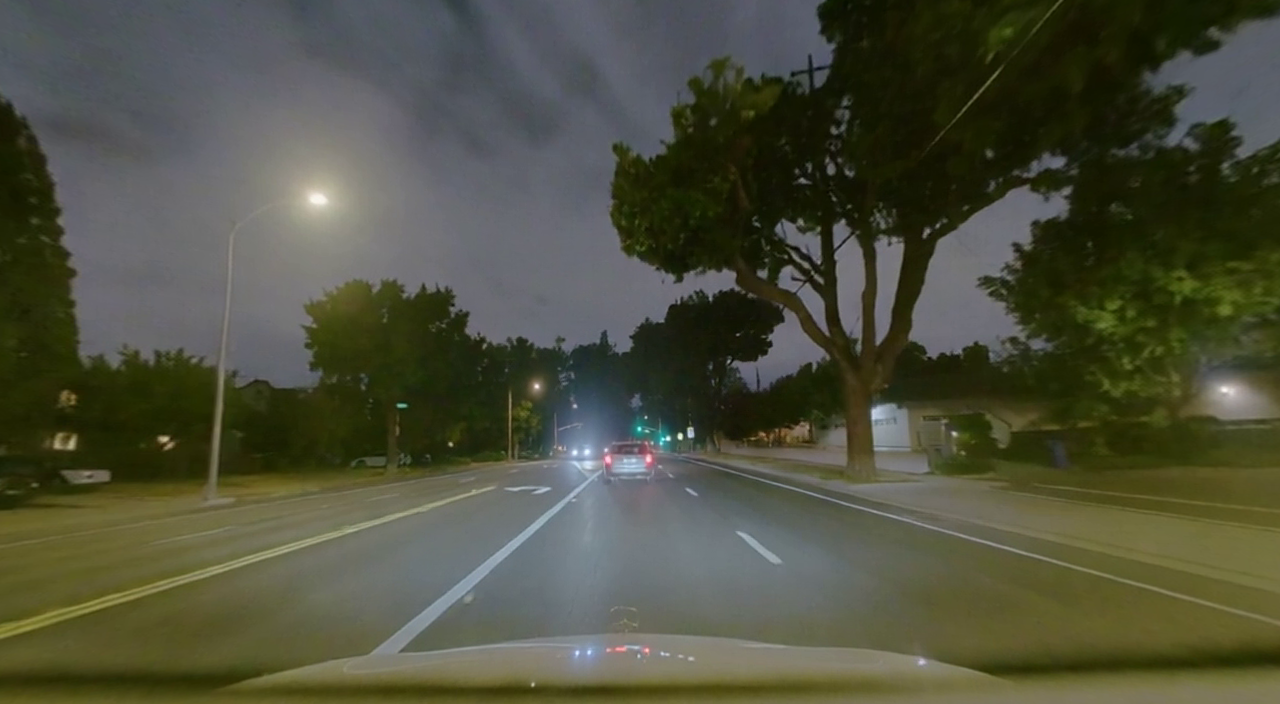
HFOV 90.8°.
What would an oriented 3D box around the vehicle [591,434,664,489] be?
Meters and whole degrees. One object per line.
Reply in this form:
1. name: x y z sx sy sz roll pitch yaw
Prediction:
1. vehicle: -0.397 3.575 20.939 2.181 1.639 4.127 0 -8 0
